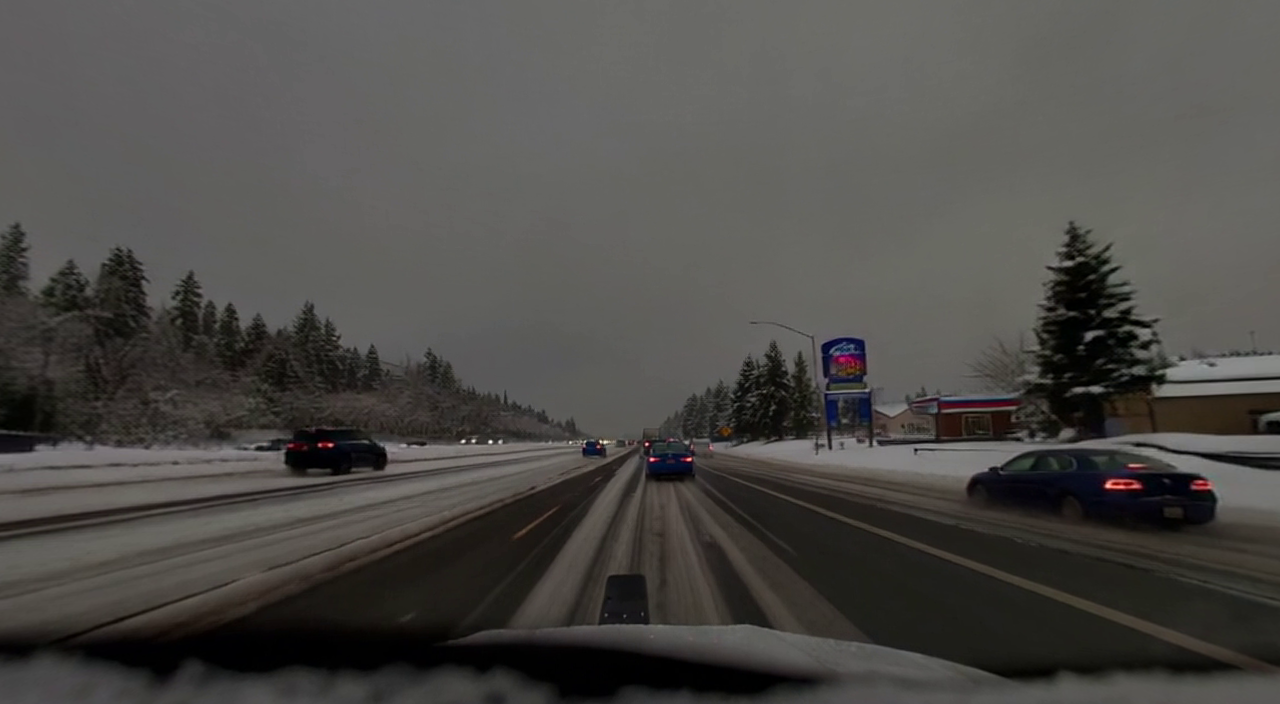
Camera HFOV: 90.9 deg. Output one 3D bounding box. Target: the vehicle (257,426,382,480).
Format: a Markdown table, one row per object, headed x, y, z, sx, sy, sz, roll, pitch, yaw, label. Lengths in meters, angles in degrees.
| x | y | z | sx | sy | sz | roll | pitch | yaw | label |
| --- | --- | --- | --- | --- | --- | --- | --- | --- | --- |
| -10.957 | 3.486 | 22.001 | 1.950 | 1.664 | 4.403 | 0 | -8 | 1 | vehicle |

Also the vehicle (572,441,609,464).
| x | y | z | sx | sy | sz | roll | pitch | yaw | label |
| --- | --- | --- | --- | --- | --- | --- | --- | --- | --- |
| -3.368 | 6.917 | 43.734 | 2.047 | 1.497 | 4.208 | 0 | -8 | 2 | vehicle |

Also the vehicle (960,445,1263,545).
| x | y | z | sx | sy | sz | roll | pitch | yaw | label |
| --- | --- | --- | --- | --- | --- | --- | --- | --- | --- |
| 8.039 | 2.426 | 11.462 | 2.030 | 1.442 | 4.358 | 0 | -8 | -2 | vehicle |

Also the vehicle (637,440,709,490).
| x | y | z | sx | sy | sz | roll | pitch | yaw | label |
| --- | --- | --- | --- | --- | --- | --- | --- | --- | --- |
| 0.957 | 3.619 | 20.566 | 2.113 | 1.464 | 4.073 | 0 | -8 | 0 | vehicle |
